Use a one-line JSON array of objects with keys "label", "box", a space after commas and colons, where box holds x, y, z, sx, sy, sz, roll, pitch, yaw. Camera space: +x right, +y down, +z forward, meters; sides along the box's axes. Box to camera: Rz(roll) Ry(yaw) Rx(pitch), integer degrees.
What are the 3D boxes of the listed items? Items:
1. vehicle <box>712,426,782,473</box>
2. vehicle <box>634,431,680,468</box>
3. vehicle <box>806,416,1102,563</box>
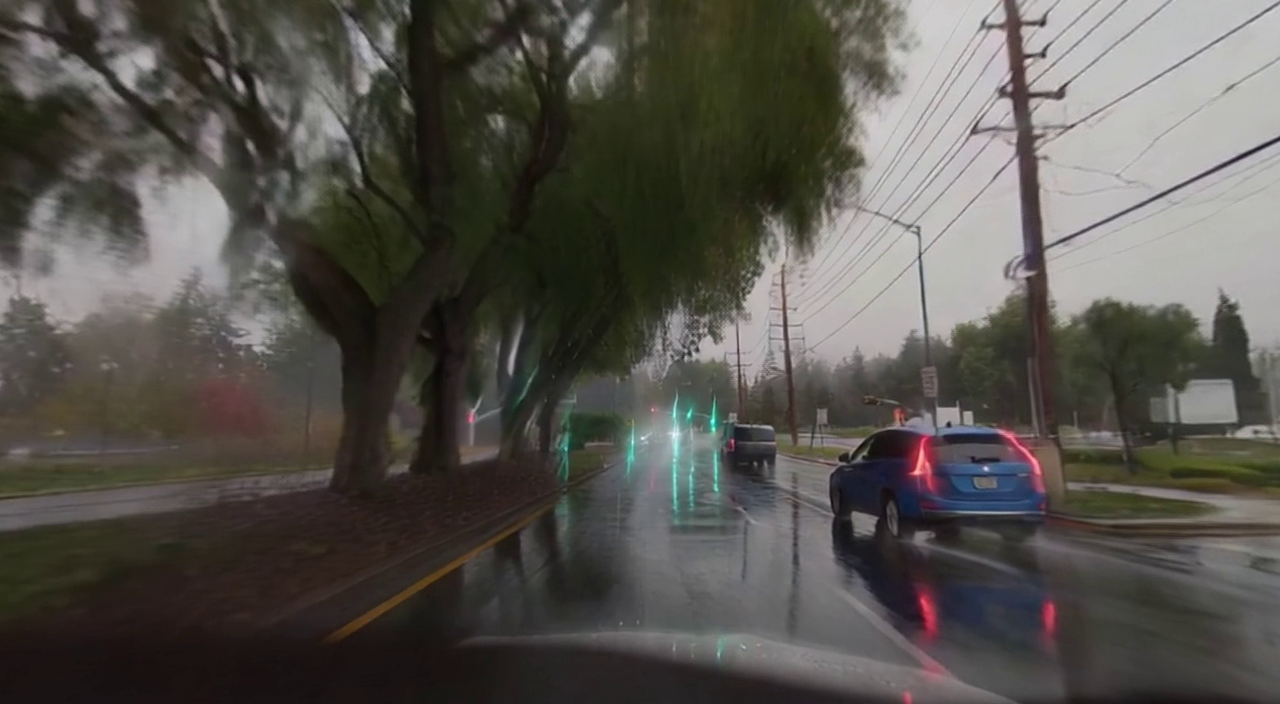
[{"label": "vehicle", "box": [4.593, 4.287, 27.964, 2.254, 1.840, 4.918, -1, -8, 0]}, {"label": "vehicle", "box": [0.852, 4.981, 32.278, 2.163, 1.746, 4.073, -1, -8, 1]}, {"label": "vehicle", "box": [3.868, 1.755, 8.819, 1.881, 1.512, 4.294, 0, -8, 0]}]
